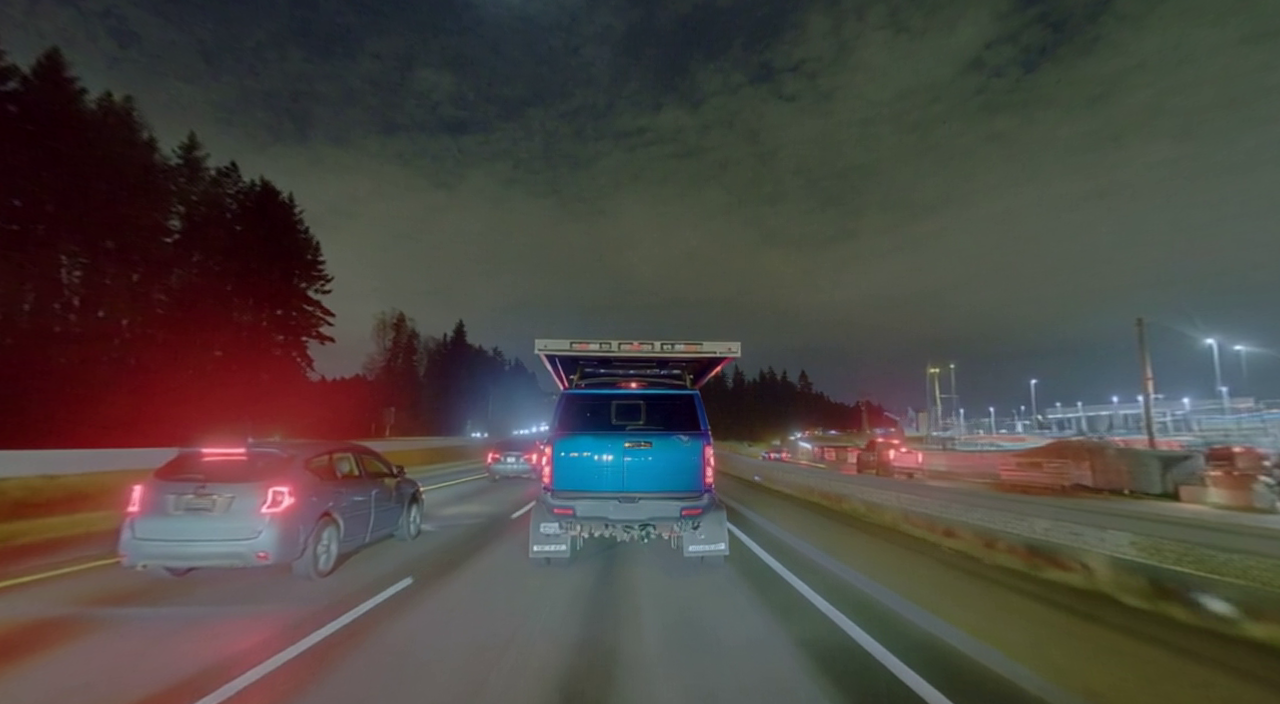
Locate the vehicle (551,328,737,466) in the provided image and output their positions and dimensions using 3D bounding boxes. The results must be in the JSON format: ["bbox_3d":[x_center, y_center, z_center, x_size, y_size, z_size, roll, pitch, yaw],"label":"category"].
[{"bbox_3d":[-0.089,0.870,9.709,2.156,1.604,4.680,0,-9,-3],"label":"vehicle"}]

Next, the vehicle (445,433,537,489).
[{"bbox_3d":[-4.826,3.613,21.211,2.057,1.665,4.572,0,-9,-1],"label":"vehicle"}]

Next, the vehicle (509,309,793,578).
[{"bbox_3d":[-0.199,1.652,11.392,2.735,2.597,10.435,1,-9,-4],"label":"vehicle"}]

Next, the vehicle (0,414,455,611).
[{"bbox_3d":[-3.982,1.622,7.447,2.155,1.513,4.964,0,-9,-1],"label":"vehicle"}]
